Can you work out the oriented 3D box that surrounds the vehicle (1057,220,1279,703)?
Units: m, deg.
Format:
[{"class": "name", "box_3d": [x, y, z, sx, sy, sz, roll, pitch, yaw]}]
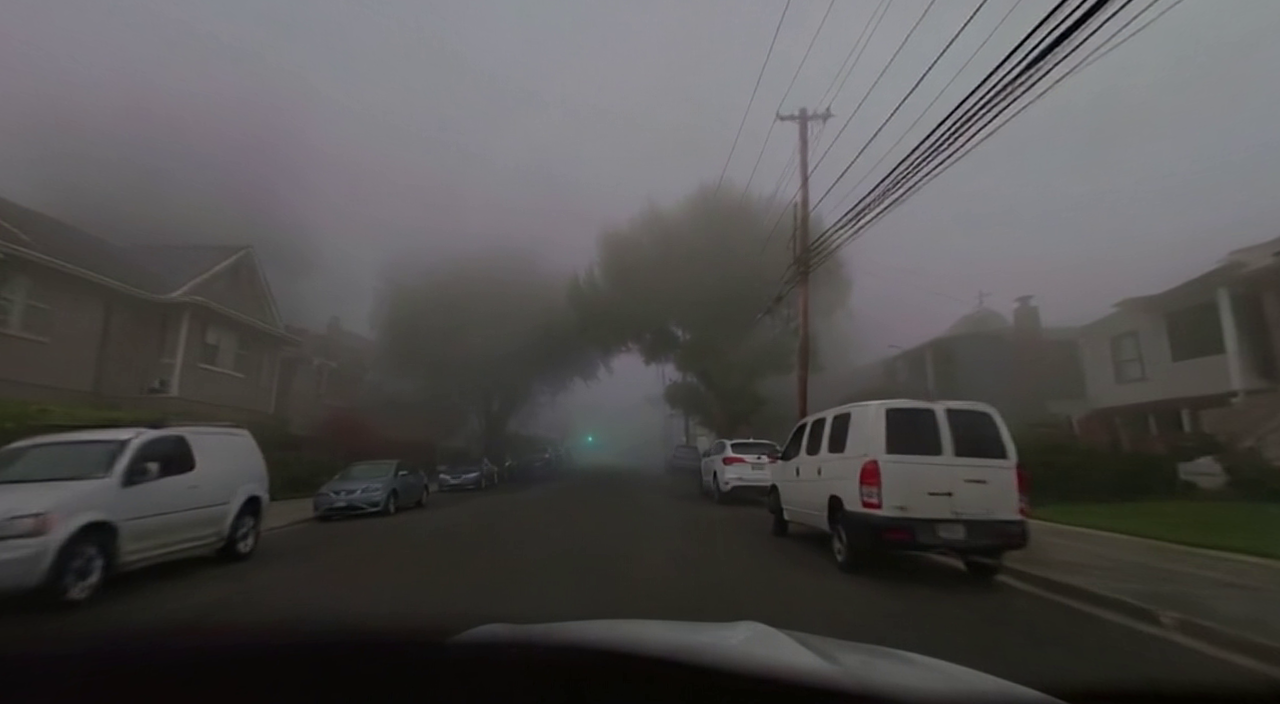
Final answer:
[{"class": "vehicle", "box_3d": [3.237, 0.362, 0.292, 2.237, 2.071, 5.332, 0, -8, -2]}]

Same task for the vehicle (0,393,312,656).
[{"class": "vehicle", "box_3d": [-5.972, 1.655, 7.173, 2.059, 1.969, 4.925, 0, -8, -3]}]

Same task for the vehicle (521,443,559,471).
[{"class": "vehicle", "box_3d": [-7.437, 7.821, 47.364, 2.183, 1.972, 4.817, 0, -8, -2]}]

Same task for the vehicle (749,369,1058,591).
[{"class": "vehicle", "box_3d": [3.126, 1.650, 8.907, 2.295, 2.279, 4.578, 0, -8, 0]}]

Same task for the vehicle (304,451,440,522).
[{"class": "vehicle", "box_3d": [-6.641, 3.338, 16.305, 1.866, 1.474, 4.753, 0, -8, -6]}]

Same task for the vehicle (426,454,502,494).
[{"class": "vehicle", "box_3d": [-6.857, 4.754, 25.074, 1.958, 1.359, 4.357, 0, -8, -3]}]
